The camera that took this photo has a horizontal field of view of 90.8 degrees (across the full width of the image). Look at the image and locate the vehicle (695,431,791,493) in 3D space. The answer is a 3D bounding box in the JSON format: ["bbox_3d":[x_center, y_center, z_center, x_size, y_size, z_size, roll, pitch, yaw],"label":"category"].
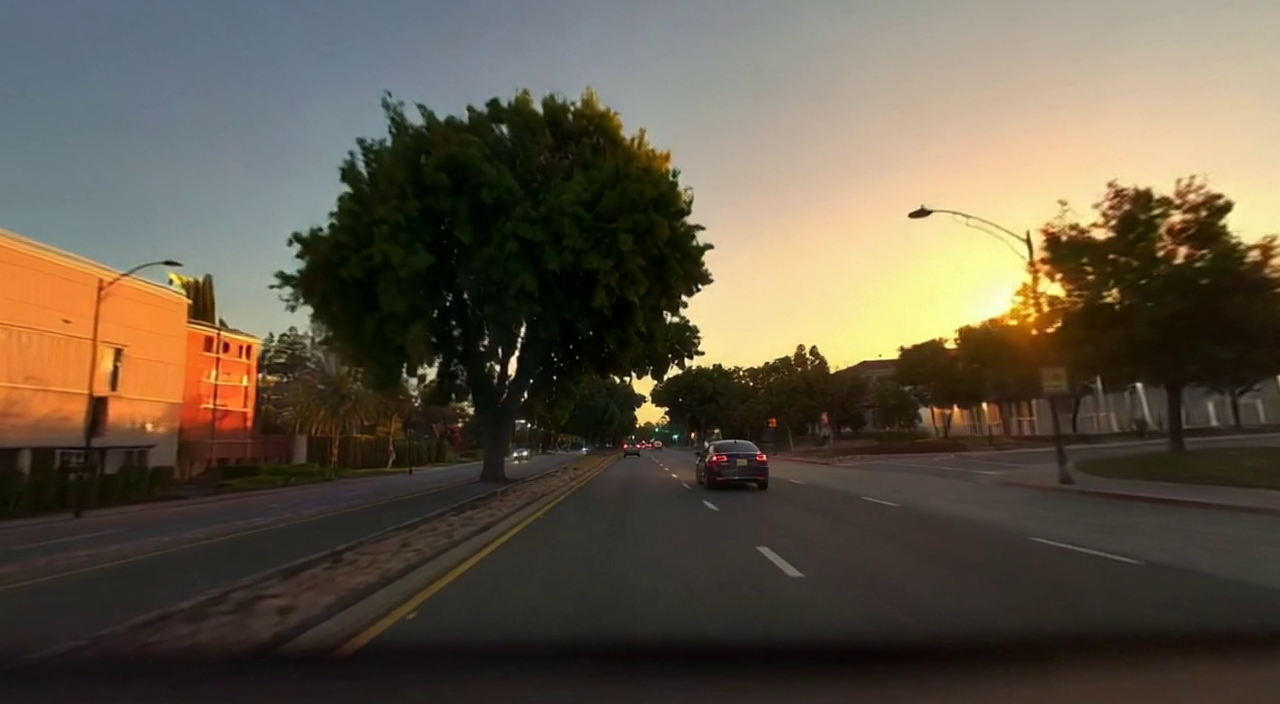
[{"bbox_3d":[2.932,3.253,19.103,1.995,1.616,4.729,0,-8,-1],"label":"vehicle"}]
